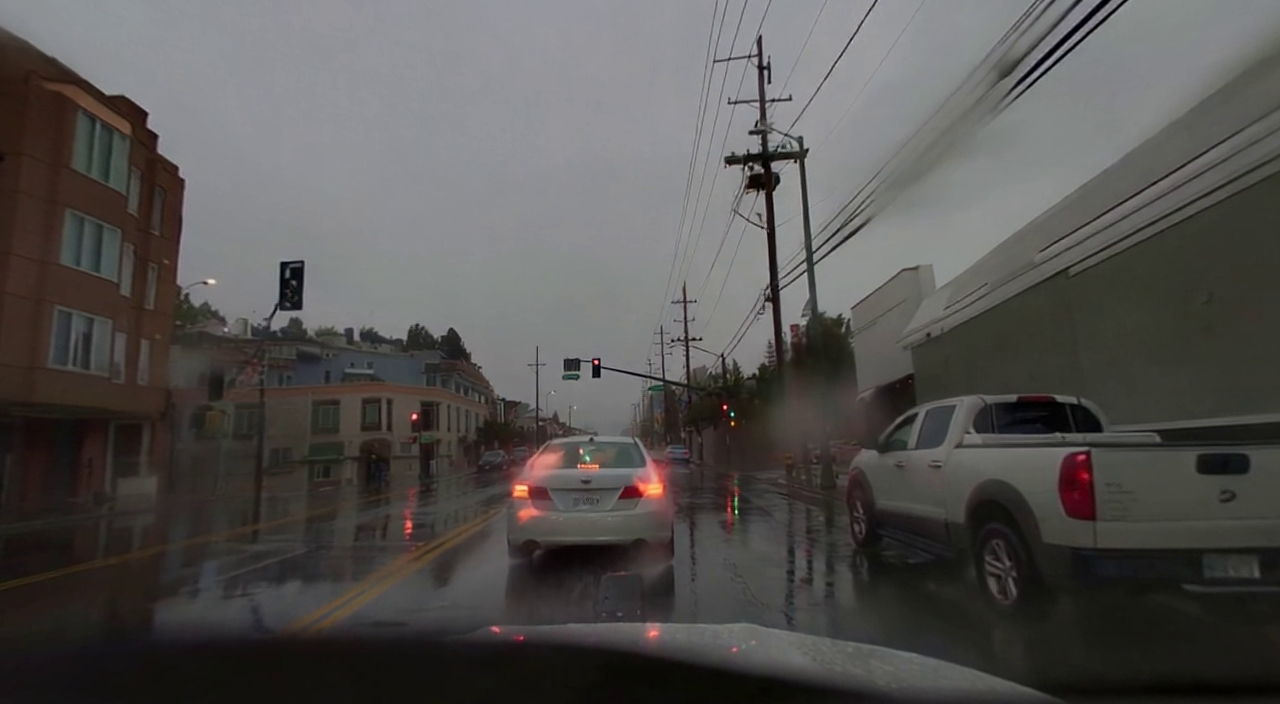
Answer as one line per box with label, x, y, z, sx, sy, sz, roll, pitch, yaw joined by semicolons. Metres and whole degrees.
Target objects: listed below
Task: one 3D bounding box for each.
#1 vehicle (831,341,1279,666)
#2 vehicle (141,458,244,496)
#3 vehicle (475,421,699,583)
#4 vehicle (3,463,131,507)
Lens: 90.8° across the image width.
vehicle;3.839;1.259;6.353;2.248;1.945;5.011;0;-8;0
vehicle;-25.353;7.091;35.906;4.337;1.739;1.981;-5;-11;1
vehicle;-0.479;1.670;7.841;2.019;1.453;4.129;0;-8;0
vehicle;-24.771;5.755;27.393;3.891;1.538;1.698;-4;-11;0
